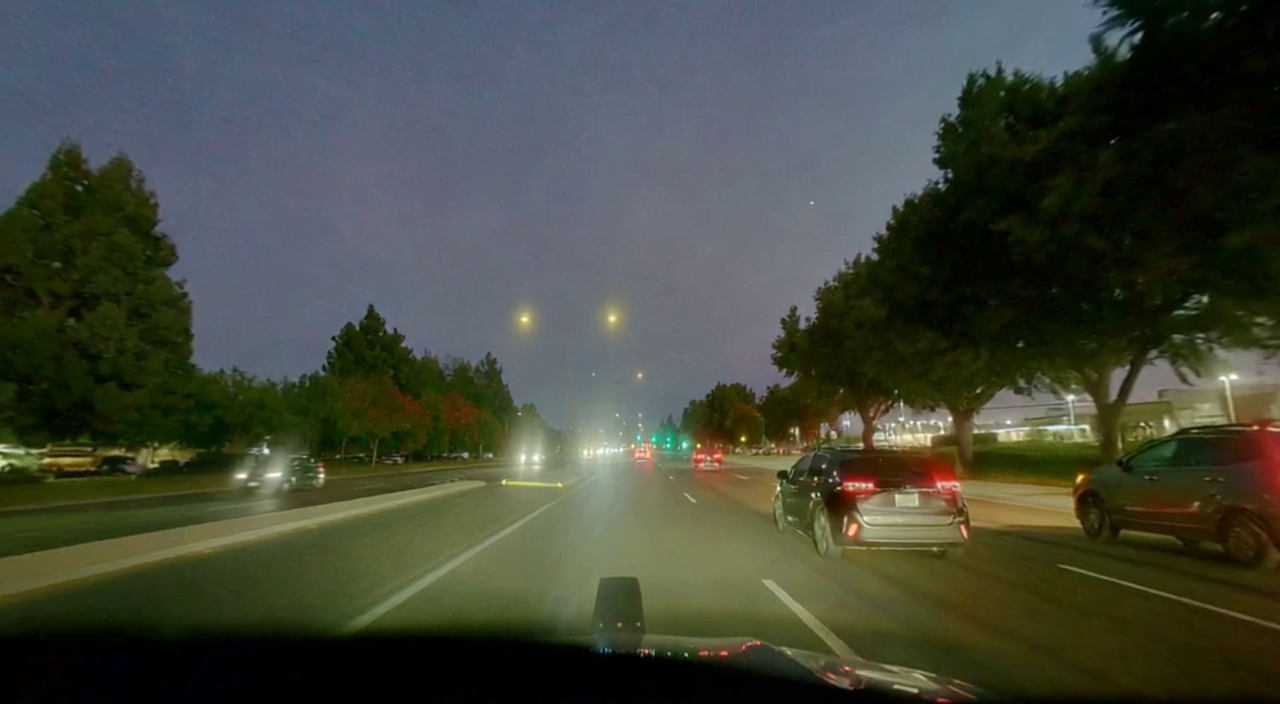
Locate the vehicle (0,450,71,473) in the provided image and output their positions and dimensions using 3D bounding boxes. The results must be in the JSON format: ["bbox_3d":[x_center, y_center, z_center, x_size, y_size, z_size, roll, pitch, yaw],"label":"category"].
[{"bbox_3d":[-41.772,7.385,42.667,1.833,1.455,4.585,0,-9,-1],"label":"vehicle"}]

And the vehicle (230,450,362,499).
[{"bbox_3d":[-11.817,4.199,21.975,1.982,1.468,4.485,0,-9,2],"label":"vehicle"}]

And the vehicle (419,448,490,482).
[{"bbox_3d":[-8.759,5.339,30.029,1.919,1.474,4.444,0,-9,2],"label":"vehicle"}]

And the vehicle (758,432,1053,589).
[{"bbox_3d":[2.986,1.861,8.321,1.935,1.501,4.384,0,-9,-1],"label":"vehicle"}]

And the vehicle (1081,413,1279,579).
[{"bbox_3d":[8.239,1.755,7.949,1.972,1.856,4.487,0,-9,0],"label":"vehicle"}]
